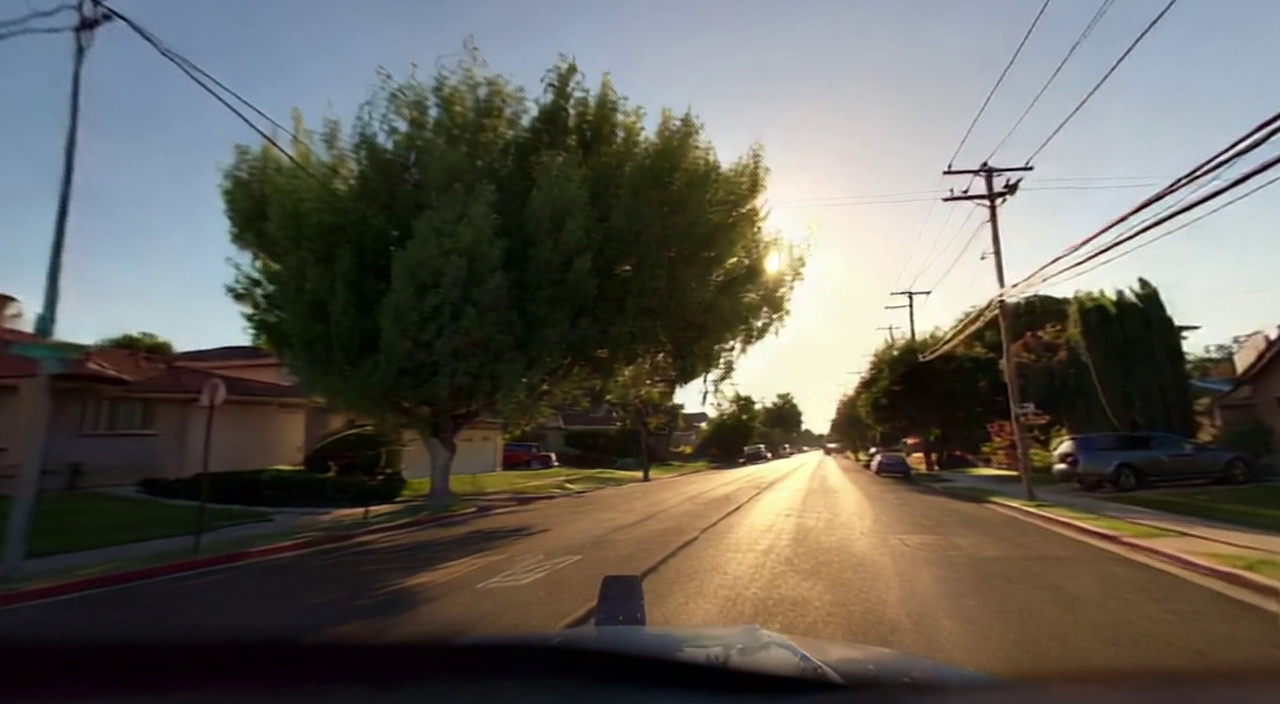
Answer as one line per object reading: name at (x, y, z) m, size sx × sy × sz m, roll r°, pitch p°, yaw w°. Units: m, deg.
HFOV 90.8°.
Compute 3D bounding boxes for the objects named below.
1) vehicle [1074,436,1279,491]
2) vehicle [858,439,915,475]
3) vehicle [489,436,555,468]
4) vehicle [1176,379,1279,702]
vehicle at (15.980, 3.268, 18.727) m, size 4.625 × 1.501 × 2.011 m, roll -3°, pitch -9°, yaw 16°
vehicle at (13.685, 5.817, 35.403) m, size 2.114 × 1.858 × 5.144 m, roll -2°, pitch -9°, yaw 12°
vehicle at (-7.157, 6.176, 38.985) m, size 2.034 × 1.829 × 5.161 m, roll -3°, pitch -10°, yaw 14°
vehicle at (4.064, 0.793, 1.795) m, size 2.067 × 1.747 × 4.522 m, roll -3°, pitch -9°, yaw 16°
